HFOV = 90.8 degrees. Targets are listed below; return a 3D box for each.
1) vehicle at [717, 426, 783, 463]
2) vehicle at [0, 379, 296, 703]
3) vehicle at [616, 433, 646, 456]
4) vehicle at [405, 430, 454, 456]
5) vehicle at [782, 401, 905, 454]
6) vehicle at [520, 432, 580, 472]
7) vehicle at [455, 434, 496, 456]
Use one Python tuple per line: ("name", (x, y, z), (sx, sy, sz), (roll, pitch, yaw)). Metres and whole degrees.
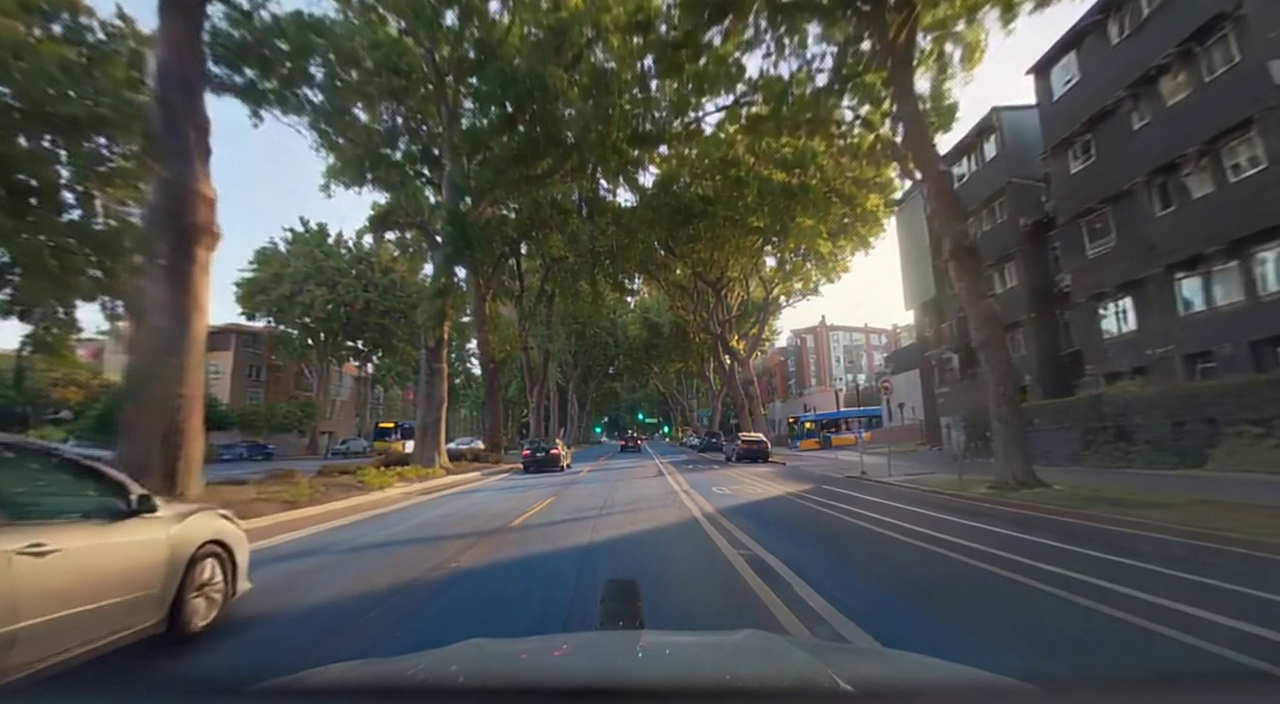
("vehicle", (5.919, 5.110, 34.898), (2.390, 1.816, 6.050), (0, -8, -1))
("vehicle", (-3.618, 0.875, 2.540), (1.995, 1.524, 4.438), (0, -8, -1))
("vehicle", (-0.643, 6.503, 44.488), (1.999, 1.520, 3.896), (0, -8, -1))
("vehicle", (-15.305, 6.673, 46.167), (1.960, 1.809, 4.718), (0, -8, -1))
("vehicle", (14.870, 5.534, 46.619), (7.722, 2.908, 3.067), (-6, -7, -4))
("vehicle", (-3.705, 4.200, 26.735), (1.934, 1.522, 4.287), (0, -8, 0))
("vehicle", (-11.934, 6.813, 46.205), (1.822, 1.549, 4.325), (0, -9, 0))
